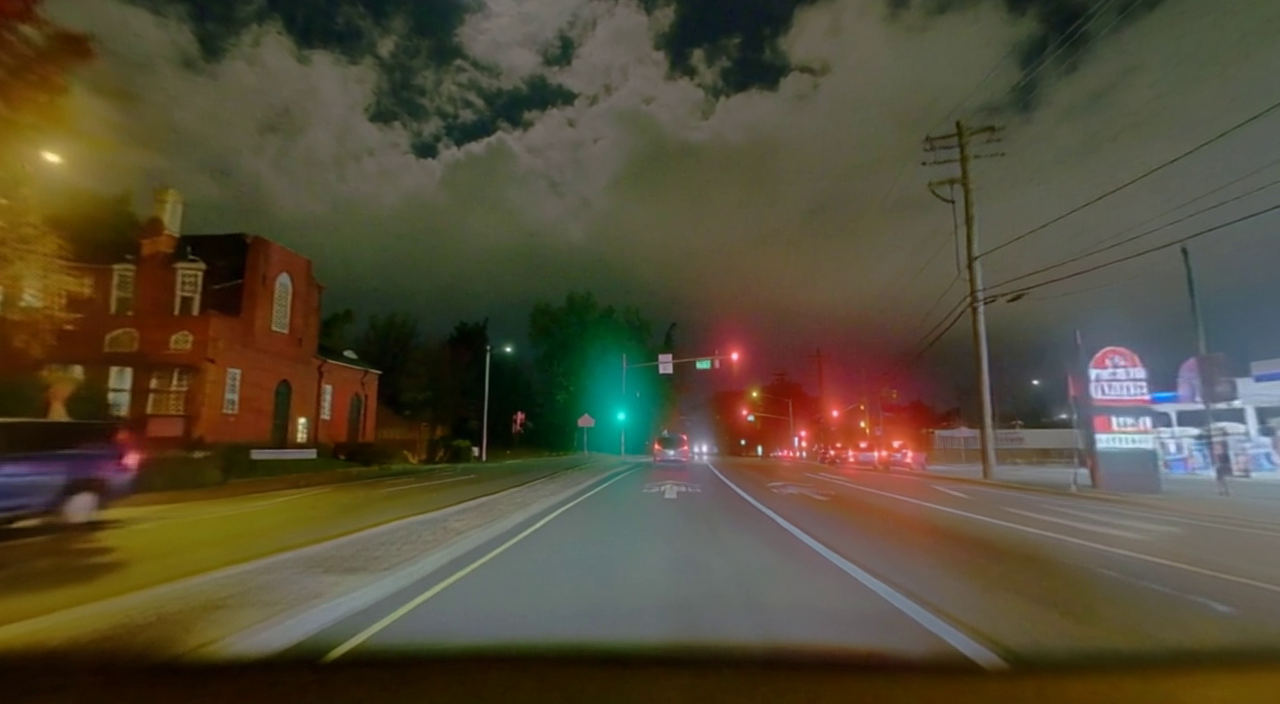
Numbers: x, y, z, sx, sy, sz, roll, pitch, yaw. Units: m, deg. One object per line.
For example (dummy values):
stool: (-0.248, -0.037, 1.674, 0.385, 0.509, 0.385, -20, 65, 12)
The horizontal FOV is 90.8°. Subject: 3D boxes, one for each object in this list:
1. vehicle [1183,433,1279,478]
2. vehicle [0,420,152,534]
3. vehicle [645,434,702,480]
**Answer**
vehicle: (25.485, 4.229, 26.093, 4.510, 1.733, 2.066, 1, -9, -10)
vehicle: (-11.580, 2.094, 10.636, 2.159, 1.850, 4.944, -2, -9, 12)
vehicle: (1.372, 4.079, 24.768, 2.032, 1.621, 4.082, -1, -9, 4)
